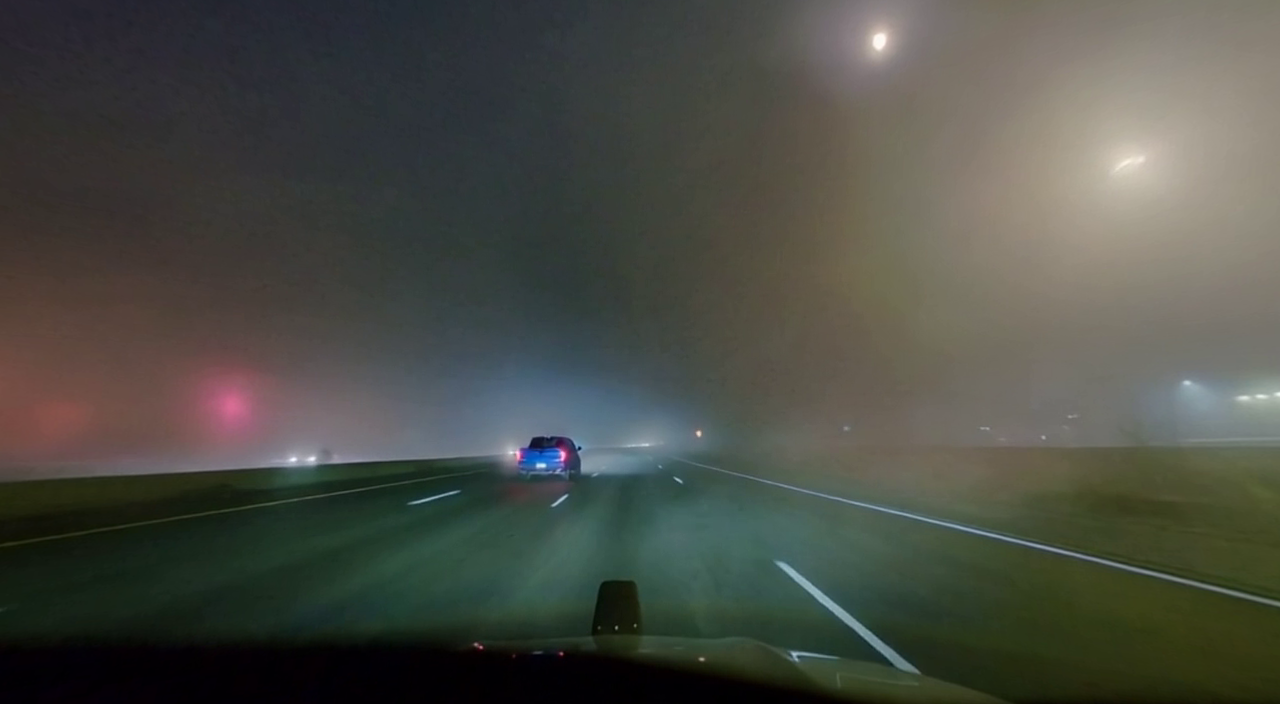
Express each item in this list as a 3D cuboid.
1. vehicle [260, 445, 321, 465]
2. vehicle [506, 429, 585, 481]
[{"bbox_3d":[-25.851,7.607,46.907,1.892,1.436,4.559,0,-8,0],"label":"vehicle"},{"bbox_3d":[-3.983,4.487,27.850,2.529,2.003,5.904,0,-8,0],"label":"vehicle"}]
